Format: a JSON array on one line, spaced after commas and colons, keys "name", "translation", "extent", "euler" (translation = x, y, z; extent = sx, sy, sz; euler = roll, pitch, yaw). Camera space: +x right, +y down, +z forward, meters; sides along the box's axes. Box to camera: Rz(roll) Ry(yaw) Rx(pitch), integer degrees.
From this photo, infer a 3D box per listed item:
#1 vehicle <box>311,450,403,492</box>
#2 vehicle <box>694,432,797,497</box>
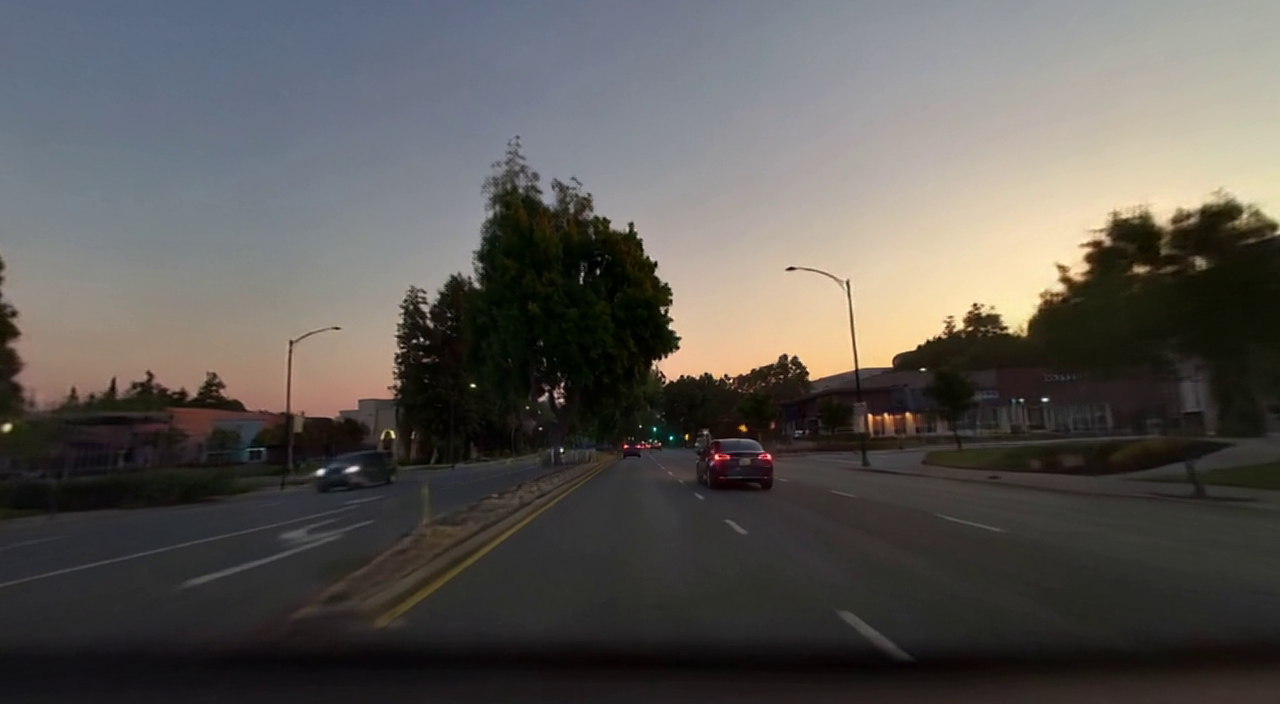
[{"name": "vehicle", "translation": [-12.239, 5.144, 27.697], "extent": [1.943, 1.672, 4.368], "euler": [0, -8, 1]}, {"name": "vehicle", "translation": [2.830, 3.165, 18.181], "extent": [1.995, 1.616, 4.729], "euler": [0, -8, -2]}]
